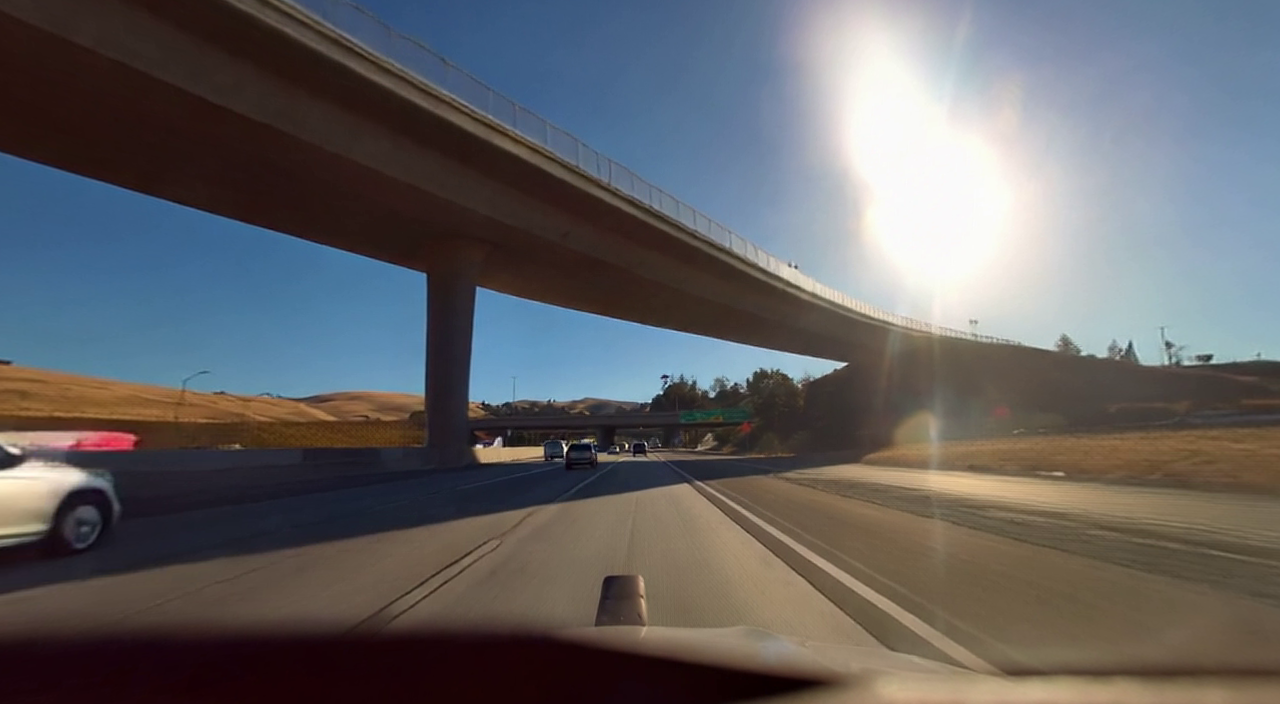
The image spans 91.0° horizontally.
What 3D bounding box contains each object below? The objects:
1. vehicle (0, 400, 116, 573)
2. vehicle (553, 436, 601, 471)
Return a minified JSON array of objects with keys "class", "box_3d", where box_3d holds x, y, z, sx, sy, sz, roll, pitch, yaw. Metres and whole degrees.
[{"class":"vehicle","box_3d":[-7.458,1.181,5.254,2.092,1.712,4.627,0,-9,1]},{"class":"vehicle","box_3d":[-3.547,5.822,36.196,2.144,1.847,4.850,0,-9,1]}]
